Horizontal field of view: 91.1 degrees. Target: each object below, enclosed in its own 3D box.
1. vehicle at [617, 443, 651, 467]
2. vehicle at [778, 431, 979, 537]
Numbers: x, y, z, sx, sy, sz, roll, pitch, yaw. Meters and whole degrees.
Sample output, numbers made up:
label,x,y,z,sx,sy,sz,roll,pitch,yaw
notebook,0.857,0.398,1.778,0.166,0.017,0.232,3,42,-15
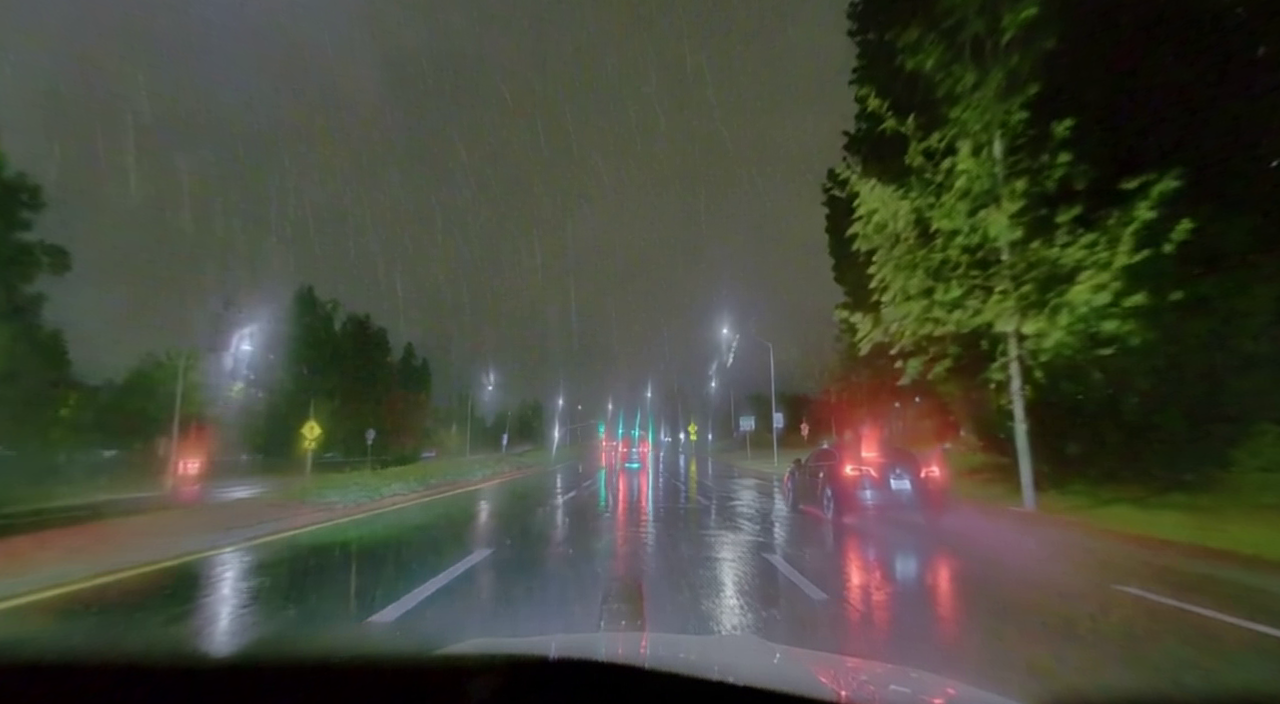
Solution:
label,x,y,z,sx,sy,sz,roll,pitch,yaw
vehicle,-0.361,7.102,43.316,2.095,1.548,4.264,-1,-9,2
vehicle,3.971,2.267,11.390,1.913,1.516,4.322,0,-9,0
